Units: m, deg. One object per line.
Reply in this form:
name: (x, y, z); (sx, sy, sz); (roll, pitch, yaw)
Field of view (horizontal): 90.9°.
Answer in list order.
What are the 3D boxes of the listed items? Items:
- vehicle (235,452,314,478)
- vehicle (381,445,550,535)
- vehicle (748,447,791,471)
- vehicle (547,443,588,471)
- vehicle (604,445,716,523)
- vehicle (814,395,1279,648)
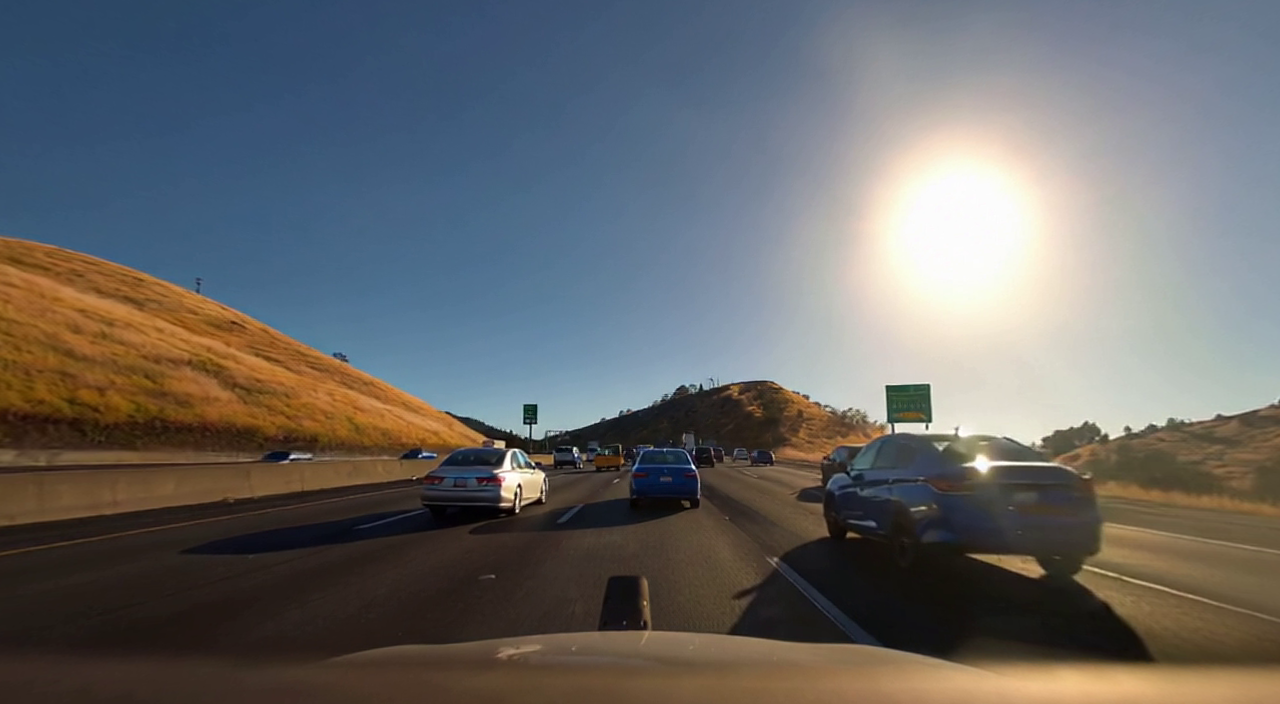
vehicle: (-23.297, 7.189, 40.424); (2.072, 1.472, 4.716); (-1, -9, 2)
vehicle: (-3.168, 2.592, 12.556); (2.017, 1.446, 4.384); (0, -9, 1)
vehicle: (8.501, 7.045, 41.779); (2.097, 1.515, 4.593); (-1, -9, 2)
vehicle: (-5.276, 7.722, 46.493); (2.163, 1.899, 4.805); (-1, -9, 4)
vehicle: (0.402, 2.745, 13.669); (2.072, 1.431, 3.904); (0, -9, 1)
vehicle: (3.523, 1.502, 6.699); (2.083, 1.693, 4.740); (0, -9, 1)
